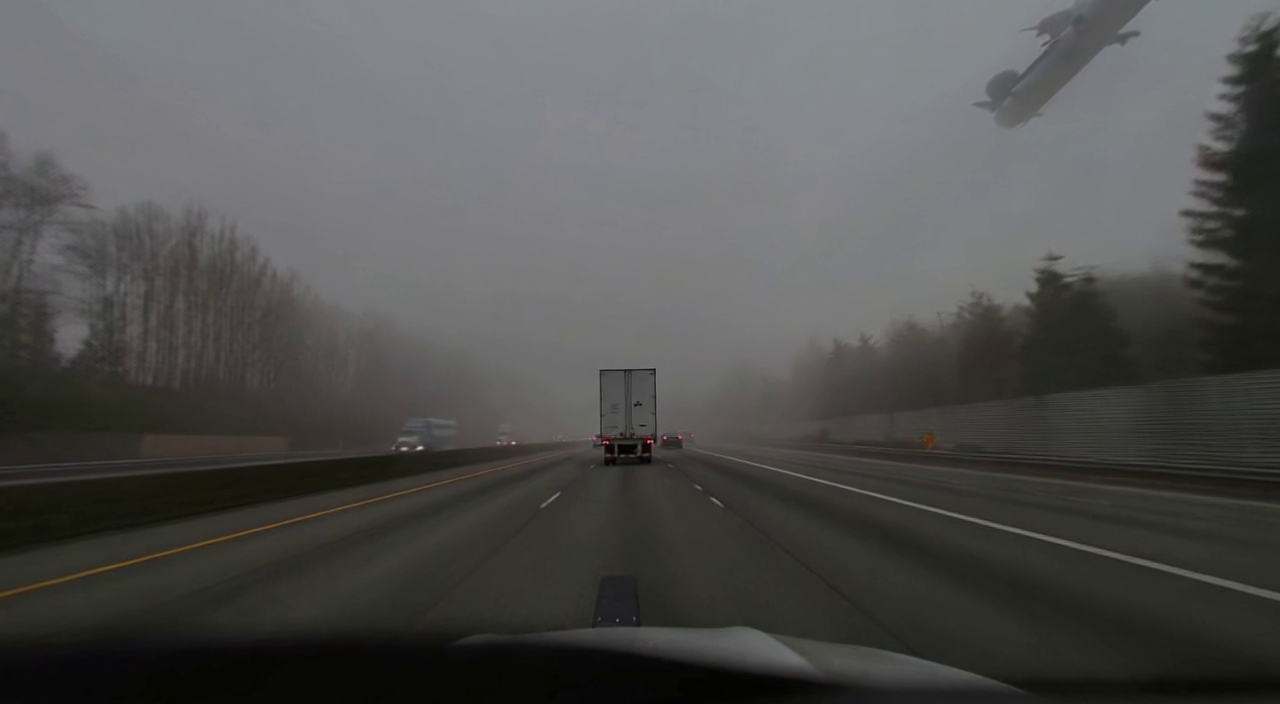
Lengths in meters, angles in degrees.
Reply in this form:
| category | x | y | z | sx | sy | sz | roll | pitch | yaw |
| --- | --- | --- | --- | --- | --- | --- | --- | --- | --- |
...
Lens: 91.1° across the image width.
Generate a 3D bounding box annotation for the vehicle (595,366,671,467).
| category | x | y | z | sx | sy | sz | roll | pitch | yaw |
| --- | --- | --- | --- | --- | --- | --- | --- | --- | --- |
| vehicle | -0.334 | 3.624 | 33.183 | 2.965 | 3.972 | 16.689 | 0 | -8 | 0 |
